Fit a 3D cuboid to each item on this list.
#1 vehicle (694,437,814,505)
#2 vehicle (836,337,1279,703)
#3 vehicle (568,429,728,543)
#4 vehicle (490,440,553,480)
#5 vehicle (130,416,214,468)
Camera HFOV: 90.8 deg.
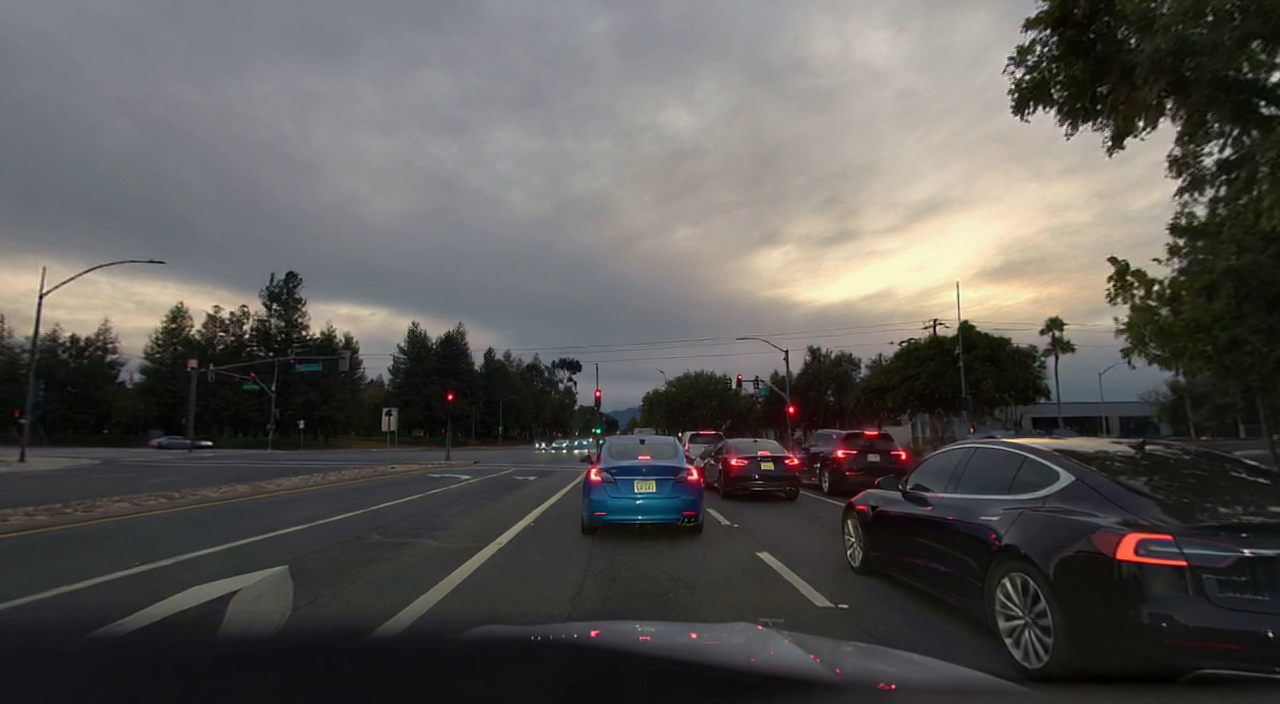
[{"bbox_3d":[2.685,2.927,16.032,2.058,1.466,4.208,0,-8,-3],"label":"vehicle"},{"bbox_3d":[3.187,1.104,4.298,2.167,1.676,4.443,0,-8,-1],"label":"vehicle"},{"bbox_3d":[0.019,2.106,10.640,2.147,1.499,4.240,0,-8,-2],"label":"vehicle"},{"bbox_3d":[-4.650,4.292,25.333,1.972,1.457,4.171,0,-8,-4],"label":"vehicle"},{"bbox_3d":[-29.293,5.627,39.687,2.608,2.990,3.026,2,-8,2],"label":"vehicle"}]
